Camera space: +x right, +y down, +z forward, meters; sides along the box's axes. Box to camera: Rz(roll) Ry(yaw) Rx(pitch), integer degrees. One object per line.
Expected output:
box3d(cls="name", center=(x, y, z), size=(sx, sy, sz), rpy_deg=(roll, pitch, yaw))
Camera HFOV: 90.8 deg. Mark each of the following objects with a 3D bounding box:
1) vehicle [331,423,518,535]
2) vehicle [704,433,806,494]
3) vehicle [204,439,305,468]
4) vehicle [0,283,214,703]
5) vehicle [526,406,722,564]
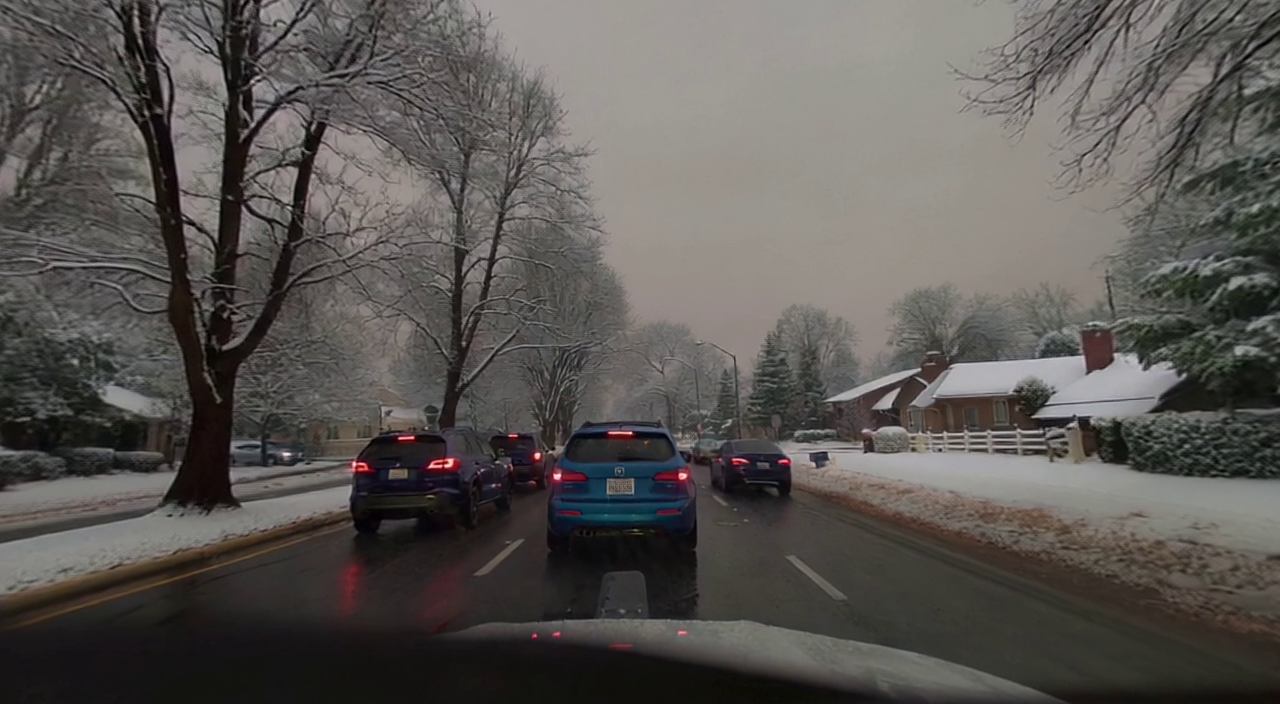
box3d(cls="vehicle", center=(-3.671, 2.239, 11.738), size=(1.948, 1.668, 4.279), rpy_deg=(0, -8, 0))
box3d(cls="vehicle", center=(3.213, 3.239, 18.759), size=(2.056, 1.536, 4.678), rpy_deg=(0, -8, -1))
box3d(cls="vehicle", center=(-28.509, 7.509, 46.939), size=(5.856, 2.096, 2.481), rpy_deg=(3, -9, -18))
box3d(cls="vehicle", center=(-3.533, 0.523, 1.021), size=(2.304, 1.928, 4.833), rpy_deg=(0, -8, 0))
box3d(cls="vehicle", center=(-0.195, 1.737, 8.952), size=(2.112, 1.693, 4.058), rpy_deg=(0, -8, -1))
